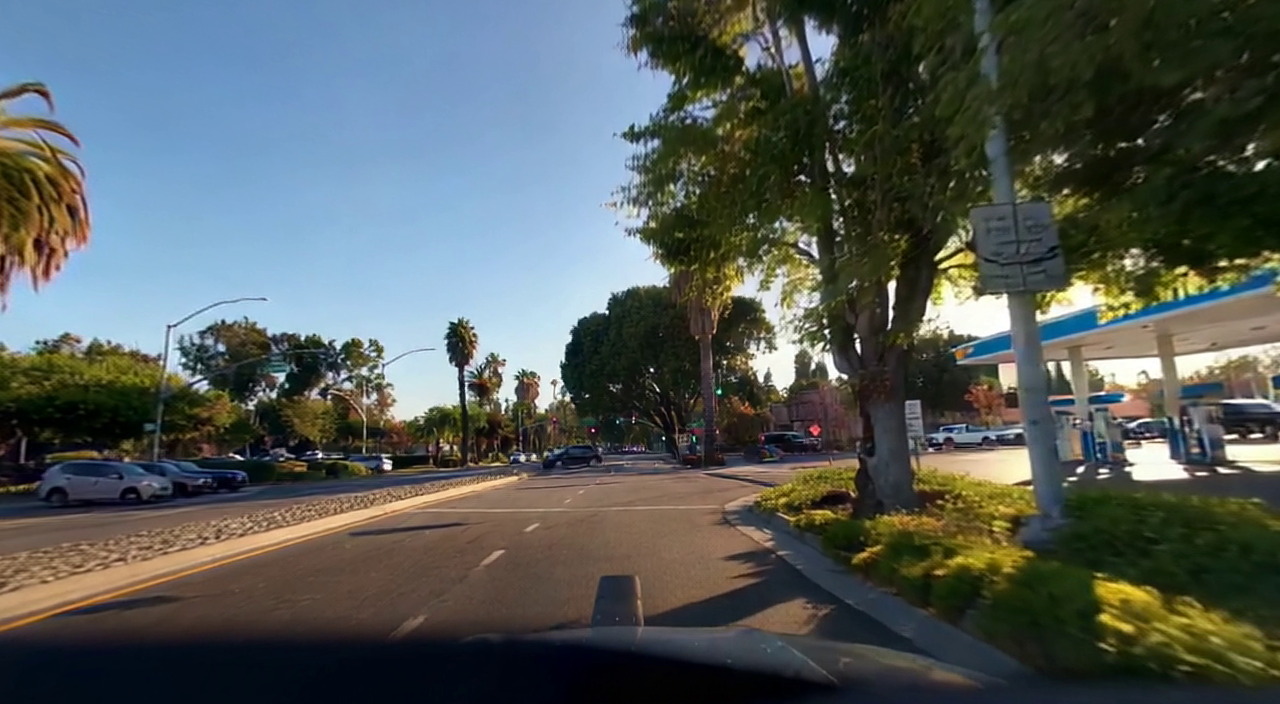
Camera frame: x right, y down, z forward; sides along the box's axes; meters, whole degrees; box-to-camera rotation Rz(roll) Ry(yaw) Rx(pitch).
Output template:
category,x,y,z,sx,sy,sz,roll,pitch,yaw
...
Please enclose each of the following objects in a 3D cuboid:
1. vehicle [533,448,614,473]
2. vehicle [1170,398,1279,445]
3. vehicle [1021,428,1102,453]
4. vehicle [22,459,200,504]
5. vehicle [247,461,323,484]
category,x,y,z,sx,sy,sz,roll,pitch,yaw
vehicle,-4.159,6.839,40.127,4.763,1.496,1.920,6,-10,-34
vehicle,42.831,4.901,44.401,8.366,3.165,2.720,0,-8,1
vehicle,30.351,6.404,45.584,4.286,1.519,2.070,-2,-9,-2
vehicle,-19.419,4.749,23.370,4.758,1.542,1.941,0,-9,-2
vehicle,-25.609,8.730,45.672,4.407,1.565,1.861,0,-9,3
